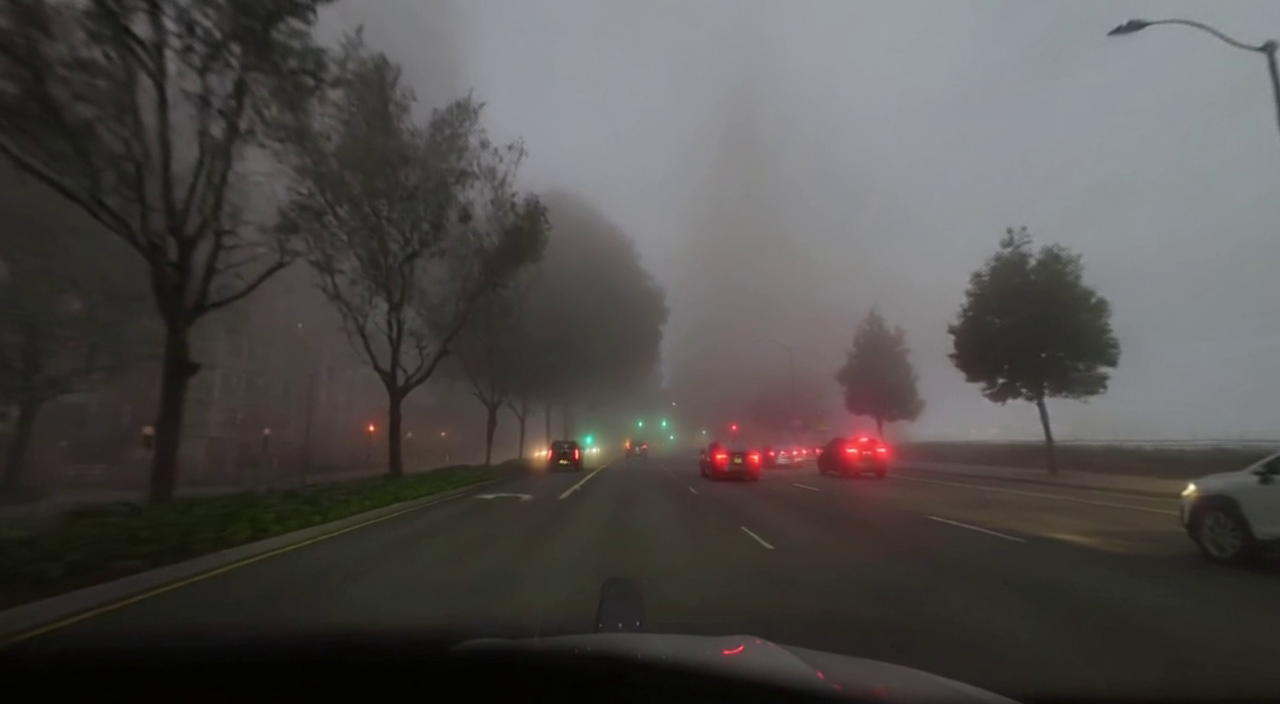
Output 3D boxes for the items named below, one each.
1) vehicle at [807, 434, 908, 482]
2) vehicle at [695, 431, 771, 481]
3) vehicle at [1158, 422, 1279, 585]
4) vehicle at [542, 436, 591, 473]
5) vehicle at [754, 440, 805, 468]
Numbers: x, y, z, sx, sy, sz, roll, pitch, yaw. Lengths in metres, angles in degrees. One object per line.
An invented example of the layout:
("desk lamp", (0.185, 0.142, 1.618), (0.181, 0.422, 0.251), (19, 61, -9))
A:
("vehicle", (7.767, 3.819, 23.076), (1.944, 1.503, 4.723), (-1, -8, -1))
("vehicle", (3.493, 4.024, 24.694), (2.152, 1.742, 4.704), (-1, -8, -1))
("vehicle", (6.673, 1.210, 4.724), (1.830, 1.443, 4.351), (-1, -8, -1))
("vehicle", (-3.784, 5.347, 33.240), (2.155, 1.797, 3.989), (-1, -8, 0))
("vehicle", (7.913, 5.842, 36.263), (1.884, 1.478, 4.164), (-1, -8, -1))
